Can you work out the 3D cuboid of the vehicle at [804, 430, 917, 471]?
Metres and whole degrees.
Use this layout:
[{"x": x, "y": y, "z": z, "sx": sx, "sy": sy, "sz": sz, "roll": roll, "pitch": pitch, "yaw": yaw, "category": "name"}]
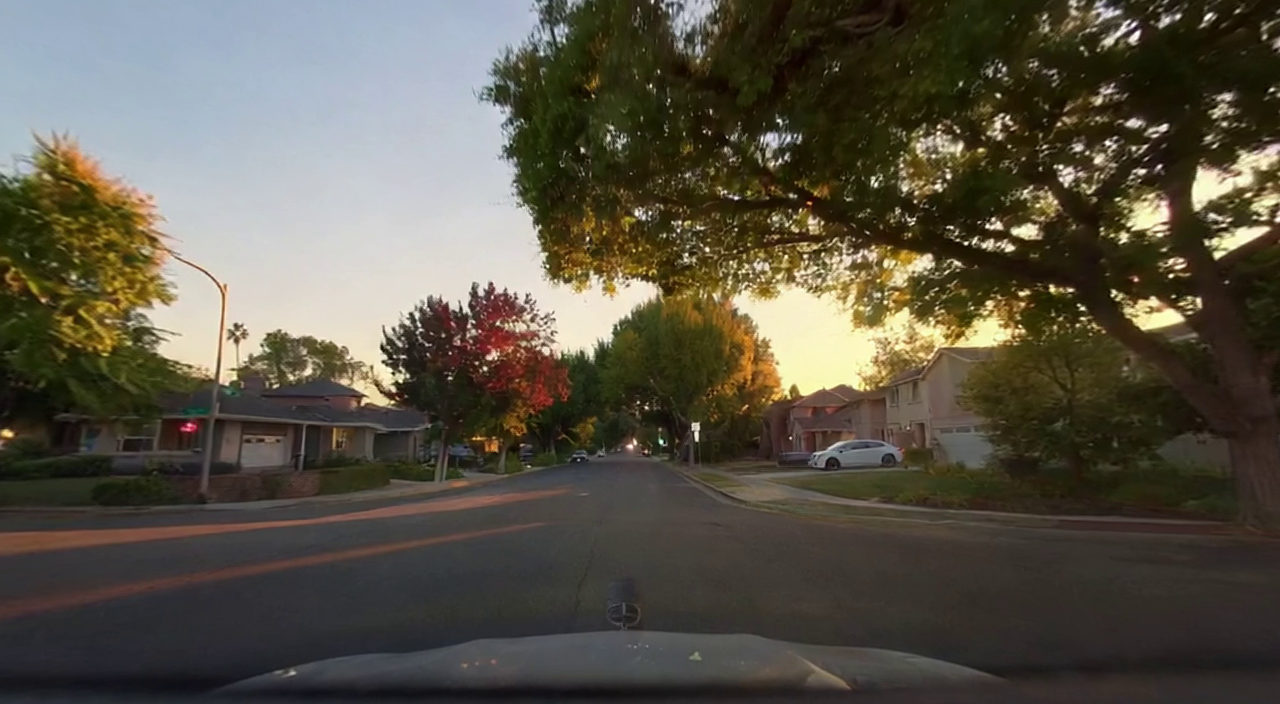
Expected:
[{"x": 11.133, "y": 5.022, "z": 32.144, "sx": 4.894, "sy": 1.616, "sz": 1.965, "roll": -5, "pitch": -9, "yaw": 1, "category": "vehicle"}]
